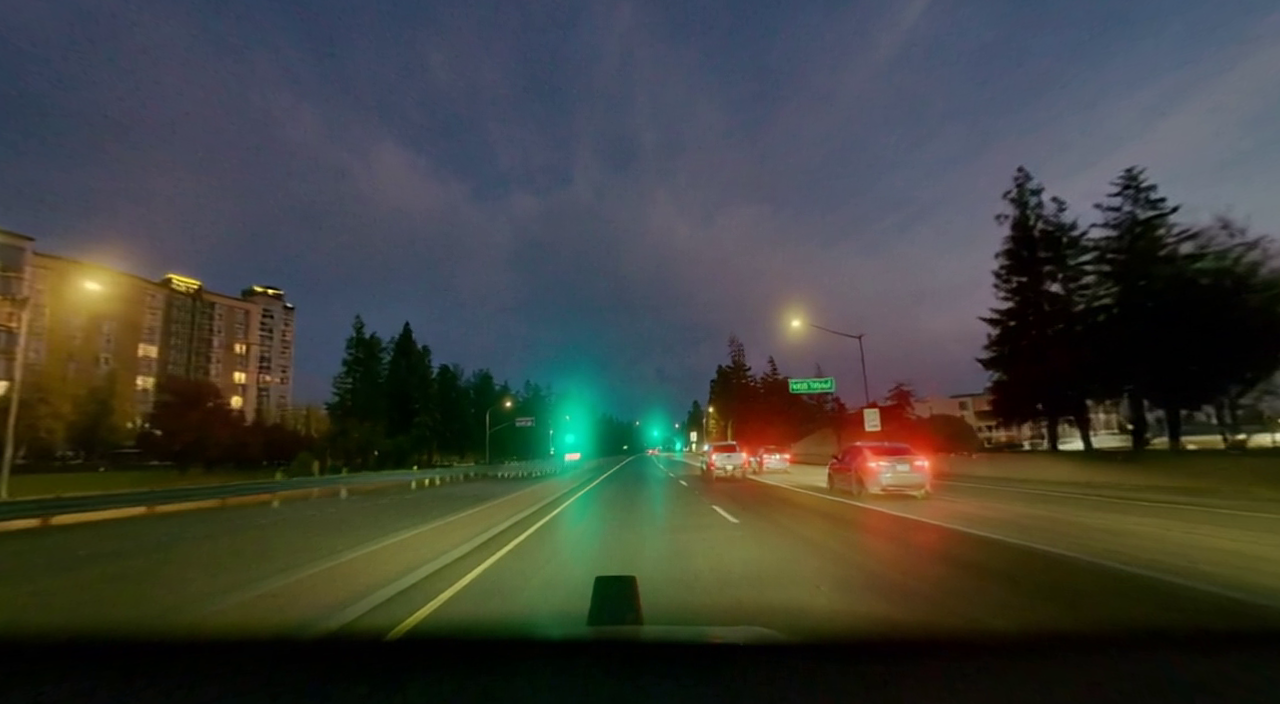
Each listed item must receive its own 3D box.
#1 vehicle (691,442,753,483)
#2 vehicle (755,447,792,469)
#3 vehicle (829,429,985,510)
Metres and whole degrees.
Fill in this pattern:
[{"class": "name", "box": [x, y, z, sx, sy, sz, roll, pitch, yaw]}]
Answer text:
[{"class": "vehicle", "box": [3.320, 4.554, 26.283, 1.917, 1.538, 4.259, 0, -9, -1]}, {"class": "vehicle", "box": [10.172, 8.060, 48.383, 1.842, 1.569, 4.122, 0, -9, -1]}, {"class": "vehicle", "box": [6.644, 2.954, 16.397, 1.946, 1.773, 4.641, 0, -9, -1]}]
